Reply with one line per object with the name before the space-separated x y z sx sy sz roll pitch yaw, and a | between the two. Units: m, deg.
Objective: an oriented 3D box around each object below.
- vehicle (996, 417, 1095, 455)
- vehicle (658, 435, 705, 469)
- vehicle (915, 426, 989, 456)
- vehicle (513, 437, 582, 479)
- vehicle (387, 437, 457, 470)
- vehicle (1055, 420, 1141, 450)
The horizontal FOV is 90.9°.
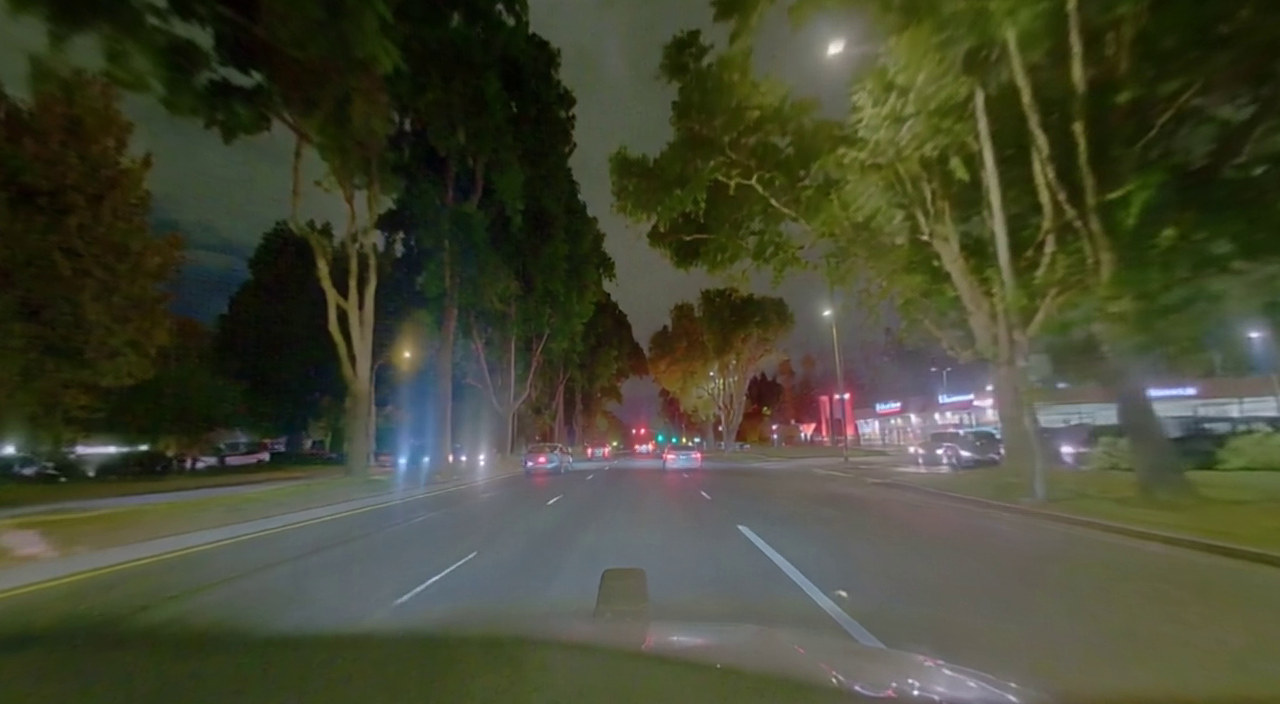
vehicle | 20.930 4.410 32.816 1.982 1.794 4.853 0 -8 1
vehicle | 1.961 4.863 30.812 1.922 1.579 3.642 0 -8 -2
vehicle | 15.927 4.575 32.396 1.823 1.413 3.884 0 -8 1
vehicle | -3.535 4.124 24.921 1.908 1.481 4.536 0 -8 2
vehicle | -12.462 5.850 36.500 2.047 1.729 5.470 0 -8 1
vehicle | 23.696 4.351 32.799 1.783 1.459 3.816 -1 -9 4
